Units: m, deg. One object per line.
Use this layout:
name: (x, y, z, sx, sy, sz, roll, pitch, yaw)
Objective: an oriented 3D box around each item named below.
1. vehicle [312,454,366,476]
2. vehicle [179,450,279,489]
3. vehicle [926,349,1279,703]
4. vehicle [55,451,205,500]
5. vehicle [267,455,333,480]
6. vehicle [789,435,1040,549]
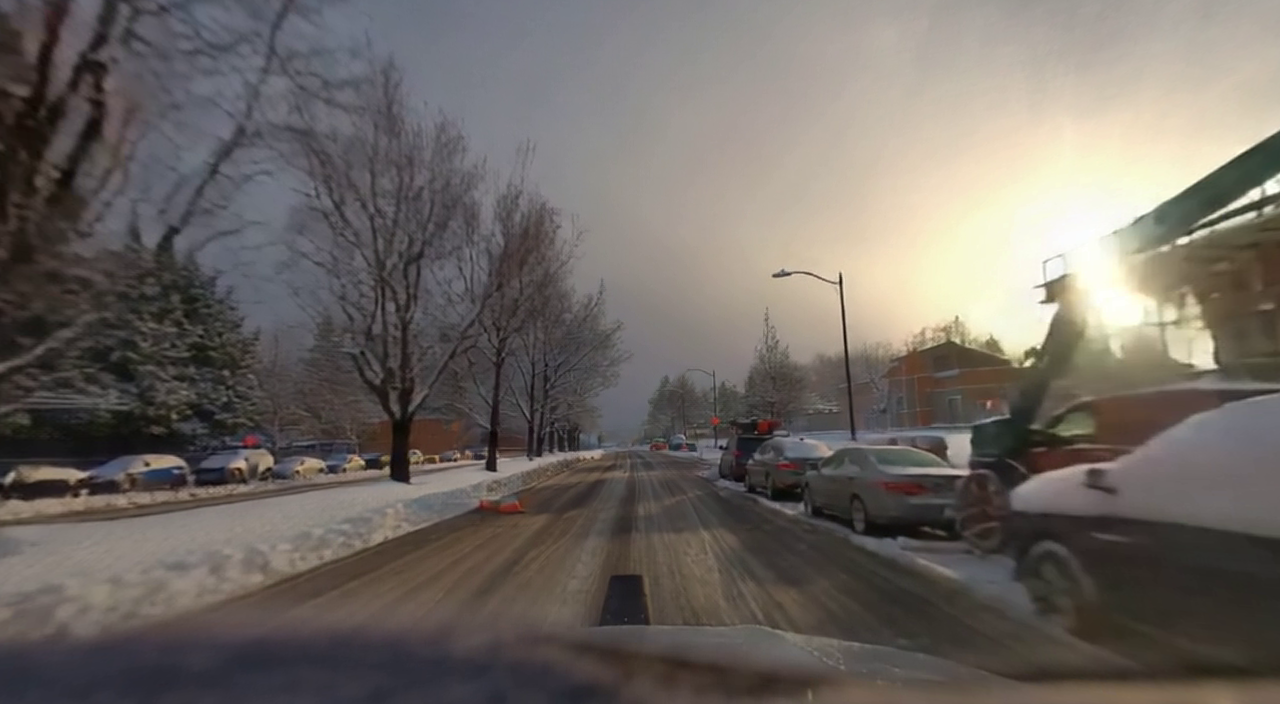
vehicle: (-21.565, 8.075, 45.331, 1.746, 1.447, 4.448, 0, -8, 0)
vehicle: (-21.452, 6.109, 33.183, 2.027, 1.855, 4.908, 0, -8, -2)
vehicle: (4.275, 1.117, 4.606, 2.050, 1.832, 4.794, 0, -8, -1)
vehicle: (-21.480, 5.172, 26.941, 1.986, 1.805, 5.444, 0, -8, -2)
vehicle: (-21.525, 7.319, 40.138, 1.834, 1.441, 4.416, 0, -8, -2)
vehicle: (4.055, 2.132, 10.394, 2.003, 1.442, 4.606, 0, -8, -1)
